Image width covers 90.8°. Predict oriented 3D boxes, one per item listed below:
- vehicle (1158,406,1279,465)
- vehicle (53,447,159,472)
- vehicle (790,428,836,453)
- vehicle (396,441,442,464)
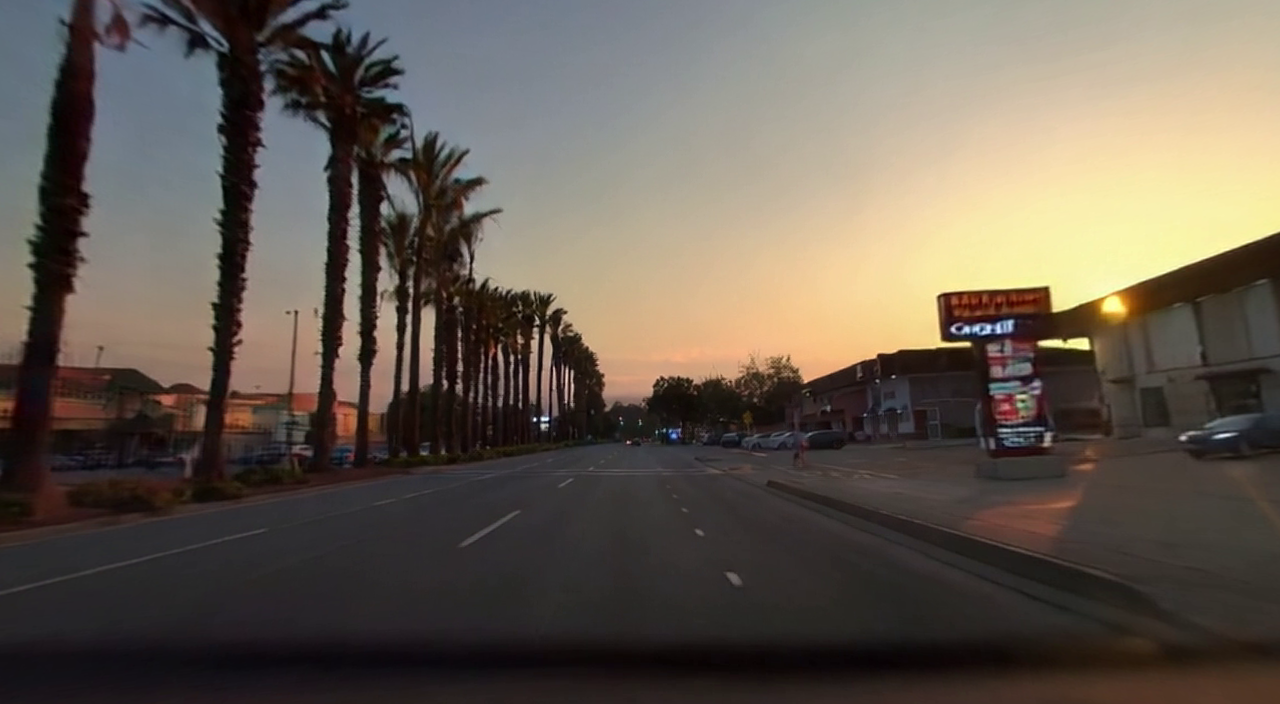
[{"bbox_3d":[19.382,2.560,19.689,4.552,1.649,2.187,-2,-9,-3],"label":"vehicle"},{"bbox_3d":[-37.281,7.507,44.281,5.410,1.633,2.366,7,-11,-39],"label":"vehicle"},{"bbox_3d":[12.331,6.362,45.342,1.909,1.686,4.670,0,-9,-1],"label":"vehicle"},{"bbox_3d":[-16.868,7.679,48.417,1.876,1.460,4.483,-3,-7,2],"label":"vehicle"}]
